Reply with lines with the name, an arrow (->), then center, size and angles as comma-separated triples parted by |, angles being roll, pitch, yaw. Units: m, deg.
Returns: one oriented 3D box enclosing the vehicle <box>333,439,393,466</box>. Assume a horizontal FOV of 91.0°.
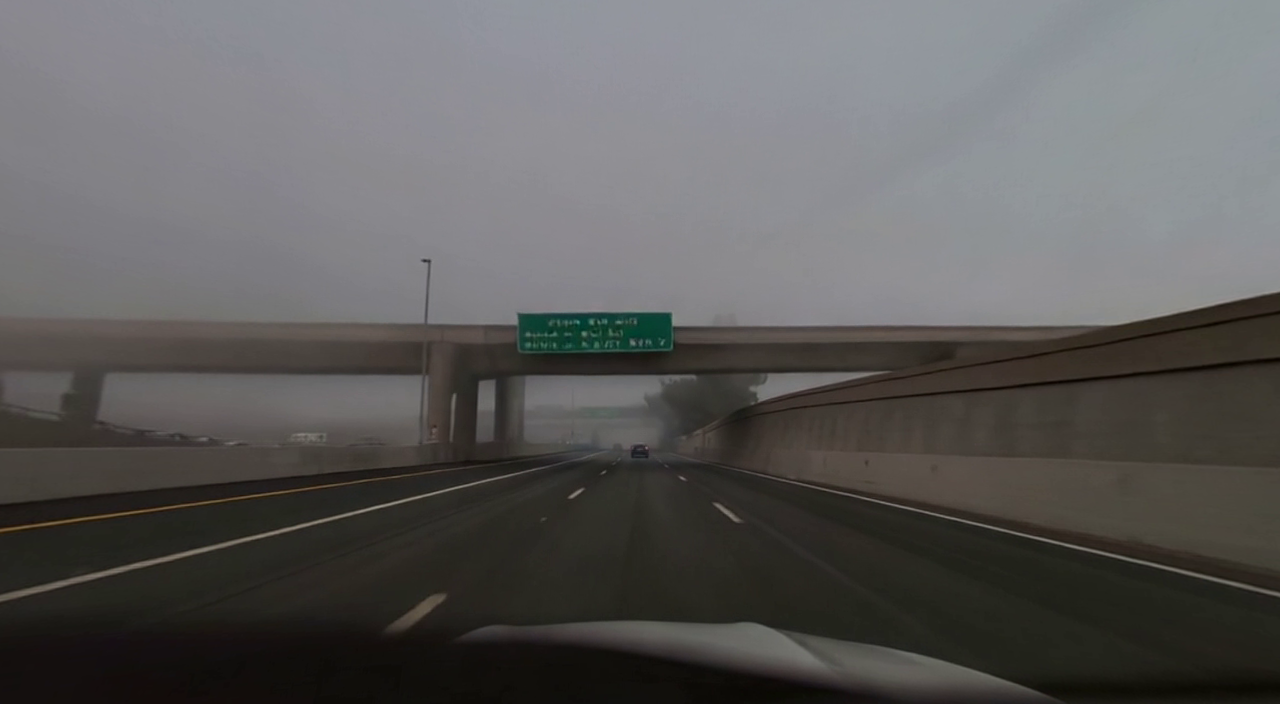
vehicle -> -16.489, 5.972, 37.663 | 1.733, 1.434, 4.293 | -2, -8, -2
